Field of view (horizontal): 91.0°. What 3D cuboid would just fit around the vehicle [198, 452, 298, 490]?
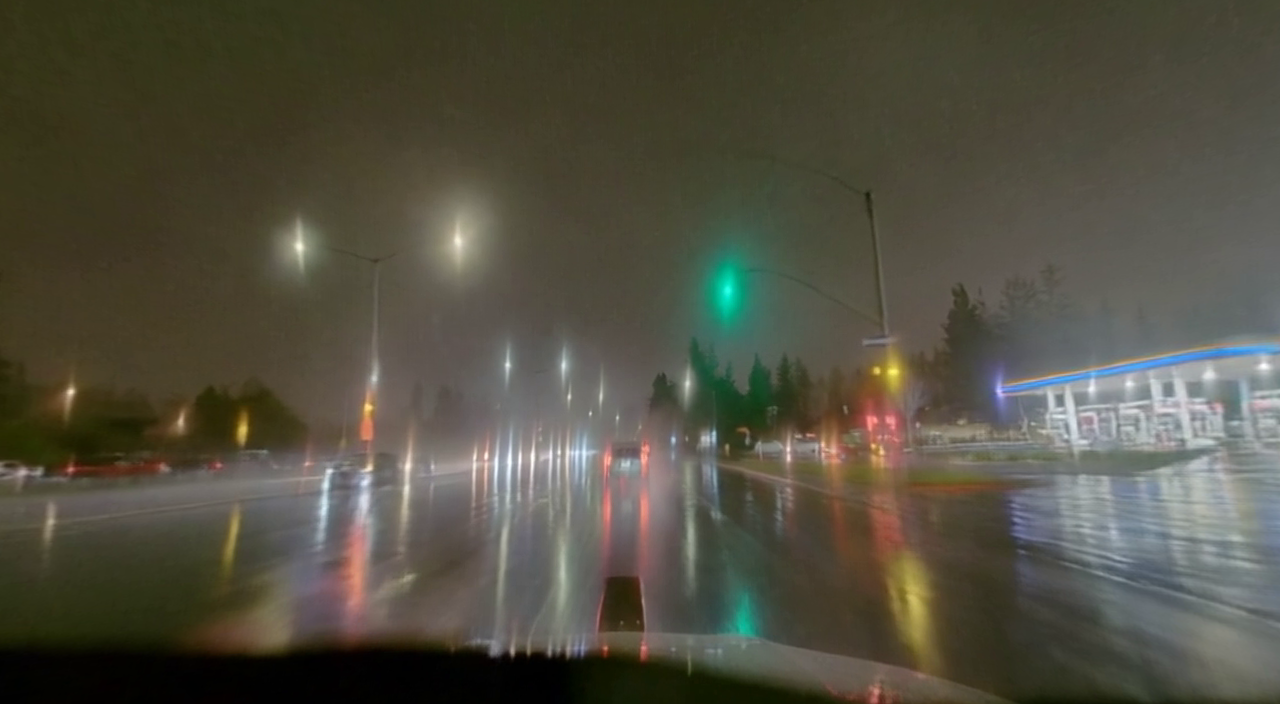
[{"bbox_3d":[-19.780,6.013,32.073,1.979,1.710,4.652,0,-9,1],"label":"vehicle"}]

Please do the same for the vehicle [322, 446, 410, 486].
[{"bbox_3d":[-12.326,5.143,28.695,1.994,1.647,4.331,0,-9,1],"label":"vehicle"}]

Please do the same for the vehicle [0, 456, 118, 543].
[{"bbox_3d":[-12.824,2.795,11.940,1.989,1.539,4.413,0,-9,1],"label":"vehicle"}]

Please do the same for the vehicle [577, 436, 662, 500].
[{"bbox_3d":[-0.501,3.140,17.492,2.062,1.519,4.214,0,-9,0],"label":"vehicle"}]
